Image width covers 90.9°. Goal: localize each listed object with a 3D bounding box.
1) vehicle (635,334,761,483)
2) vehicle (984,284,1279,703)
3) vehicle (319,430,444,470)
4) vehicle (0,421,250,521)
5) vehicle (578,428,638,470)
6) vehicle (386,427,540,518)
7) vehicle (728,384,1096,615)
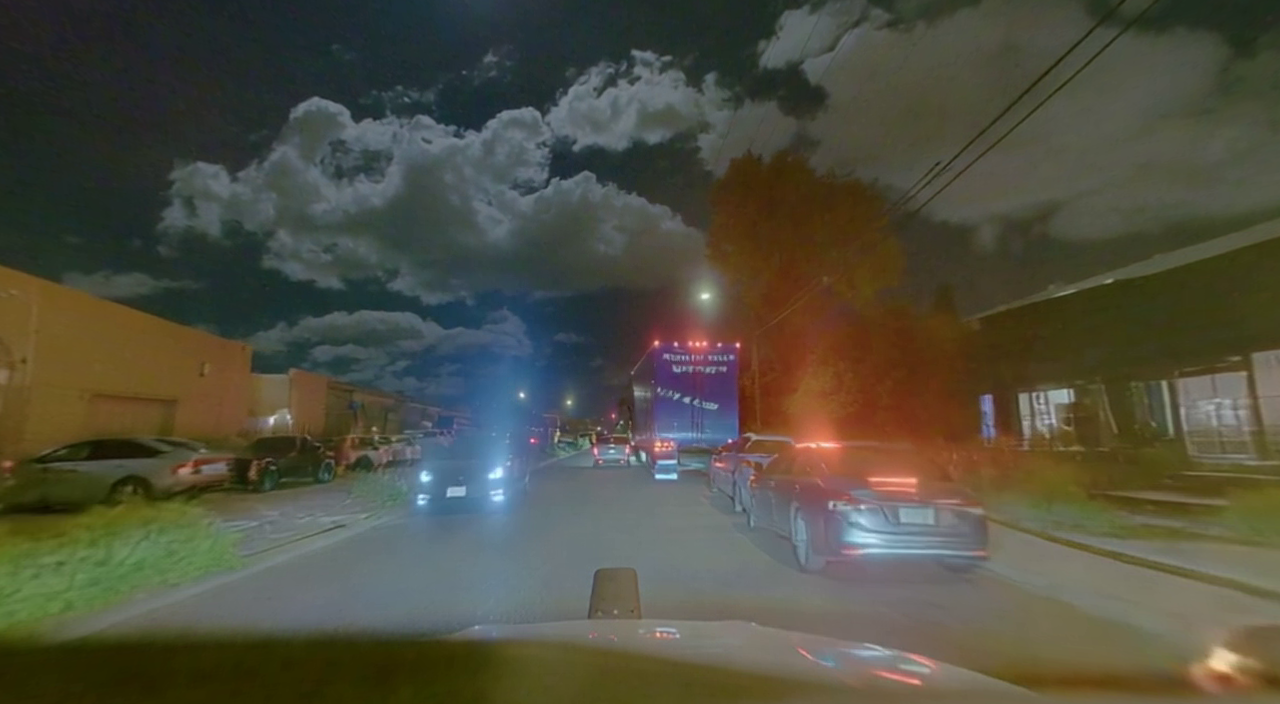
[{"bbox_3d":[1.530,2.519,24.583,2.865,4.113,14.471,0,-8,-3],"label":"vehicle"},{"bbox_3d":[2.439,0.511,0.162,1.900,1.644,4.448,0,-8,-5],"label":"vehicle"},{"bbox_3d":[-9.771,3.724,24.117,4.015,1.461,1.903,1,-8,-6],"label":"vehicle"},{"bbox_3d":[-9.044,1.971,10.703,3.569,1.520,1.797,0,-8,-5],"label":"vehicle"},{"bbox_3d":[-1.211,3.808,24.961,2.160,1.498,3.909,0,-8,-1],"label":"vehicle"},{"bbox_3d":[-3.248,2.274,12.461,1.989,1.481,4.008,0,-8,-2],"label":"vehicle"},{"bbox_3d":[2.310,1.365,6.799,1.875,1.674,4.231,0,-8,-3],"label":"vehicle"}]
